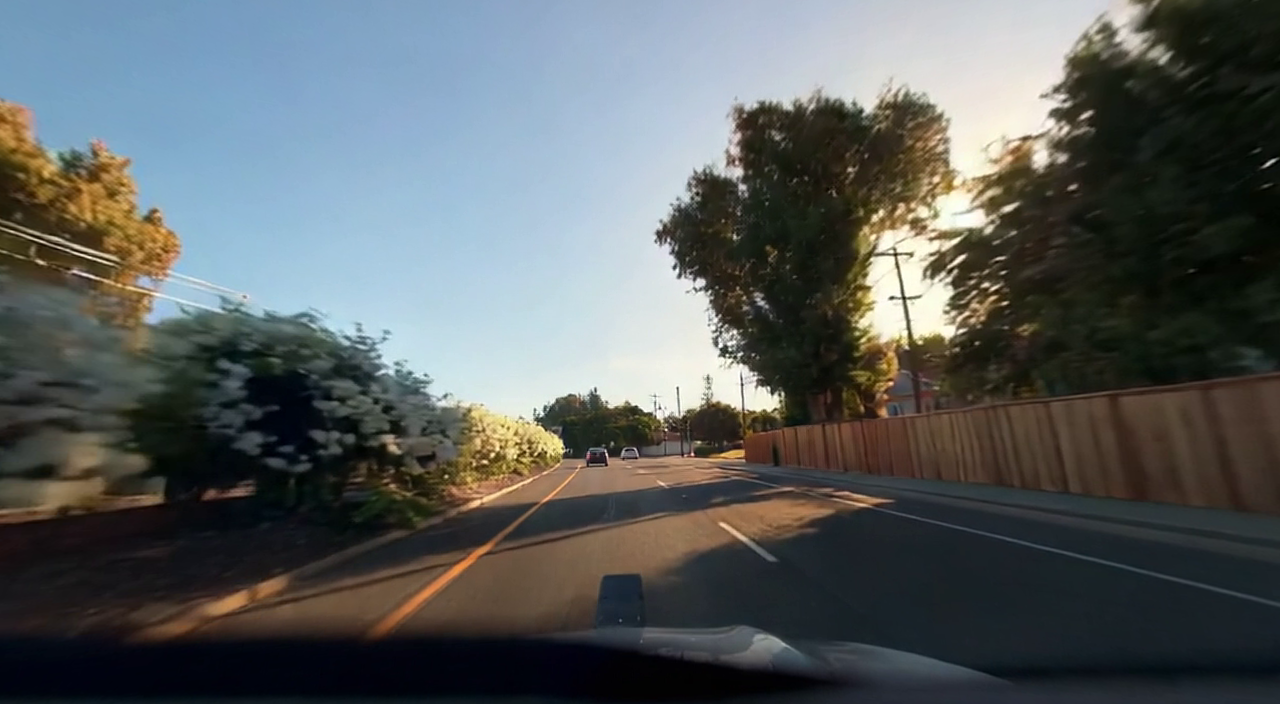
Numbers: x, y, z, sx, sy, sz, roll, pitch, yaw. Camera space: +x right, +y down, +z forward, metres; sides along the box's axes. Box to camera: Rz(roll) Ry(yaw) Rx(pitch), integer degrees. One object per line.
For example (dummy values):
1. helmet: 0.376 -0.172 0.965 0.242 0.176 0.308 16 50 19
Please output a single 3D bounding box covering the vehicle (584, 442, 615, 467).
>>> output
1. vehicle: -2.922 7.240 44.621 2.005 1.633 4.044 1 -9 -5
